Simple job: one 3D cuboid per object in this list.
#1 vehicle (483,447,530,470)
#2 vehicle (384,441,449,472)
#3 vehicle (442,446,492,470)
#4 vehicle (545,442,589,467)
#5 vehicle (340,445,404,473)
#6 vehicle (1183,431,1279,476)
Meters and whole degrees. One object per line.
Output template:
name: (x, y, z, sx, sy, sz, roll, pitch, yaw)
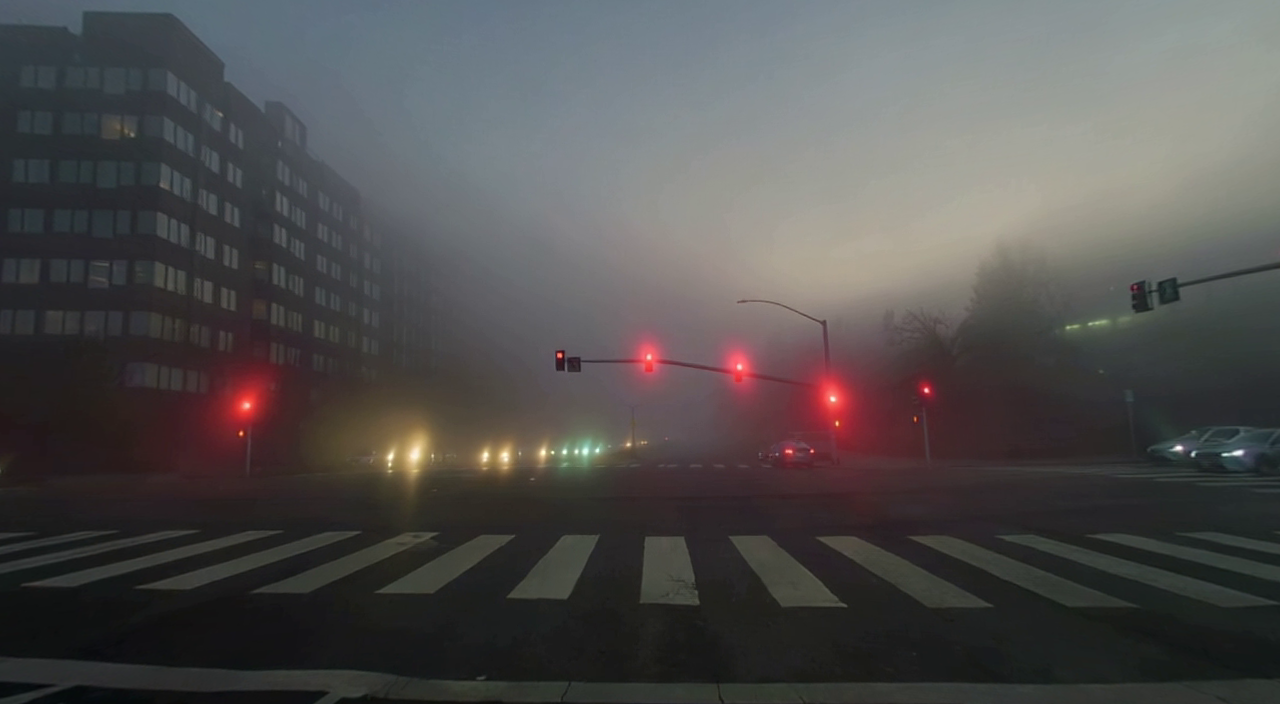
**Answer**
vehicle: (-8.059, 6.451, 38.391, 1.910, 1.288, 4.093, -1, -9, 1)
vehicle: (-15.140, 7.124, 43.247, 2.340, 1.946, 5.450, -1, -9, 2)
vehicle: (-11.647, 7.149, 42.811, 2.003, 1.476, 4.297, -1, -9, 2)
vehicle: (-4.567, 6.510, 40.236, 2.109, 1.461, 4.637, -1, -9, 2)
vehicle: (-18.556, 7.412, 44.085, 2.237, 1.842, 5.116, 0, -9, 0)
vehicle: (22.324, 3.566, 22.357, 4.474, 1.477, 1.908, 0, -9, -2)
